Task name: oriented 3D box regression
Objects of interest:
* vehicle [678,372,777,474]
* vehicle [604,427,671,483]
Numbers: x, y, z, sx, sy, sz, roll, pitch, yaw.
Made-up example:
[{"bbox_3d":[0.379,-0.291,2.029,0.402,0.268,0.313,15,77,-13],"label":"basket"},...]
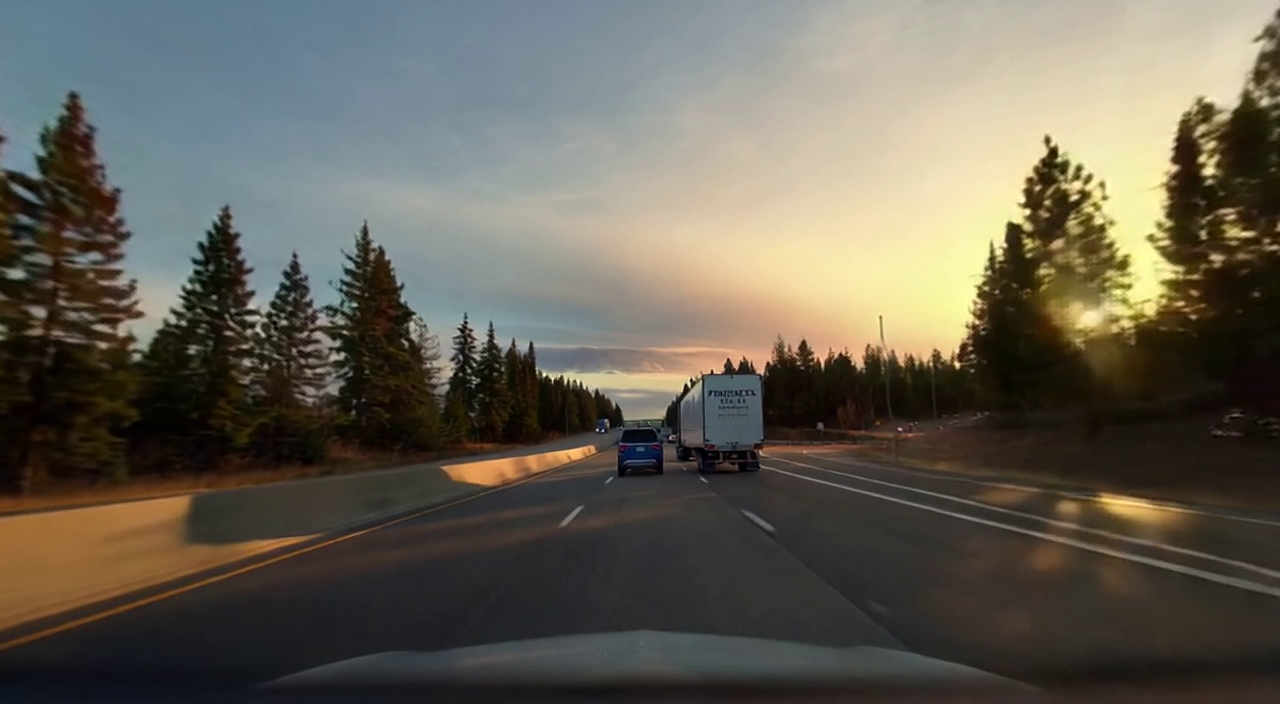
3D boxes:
[{"bbox_3d":[4.075,4.120,34.146,2.899,4.160,16.621,0,-8,0],"label":"vehicle"},{"bbox_3d":[-0.100,3.815,23.554,2.222,1.848,4.610,0,-8,0],"label":"vehicle"}]
